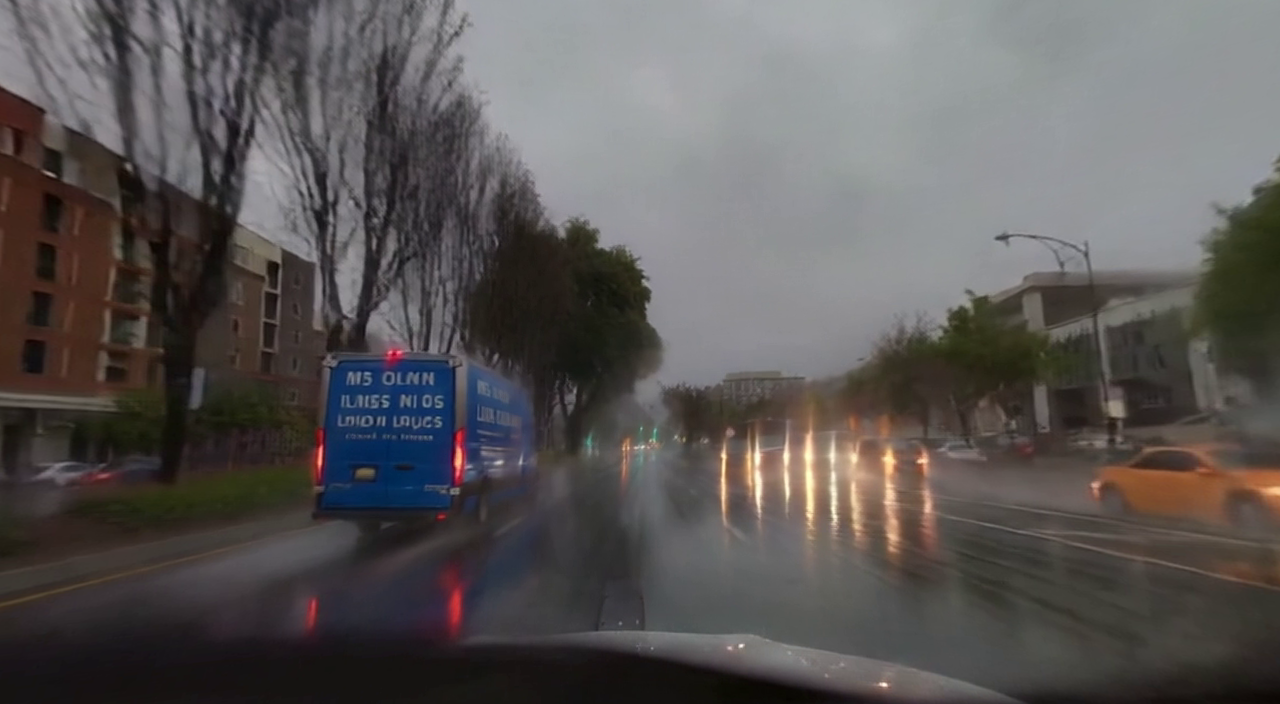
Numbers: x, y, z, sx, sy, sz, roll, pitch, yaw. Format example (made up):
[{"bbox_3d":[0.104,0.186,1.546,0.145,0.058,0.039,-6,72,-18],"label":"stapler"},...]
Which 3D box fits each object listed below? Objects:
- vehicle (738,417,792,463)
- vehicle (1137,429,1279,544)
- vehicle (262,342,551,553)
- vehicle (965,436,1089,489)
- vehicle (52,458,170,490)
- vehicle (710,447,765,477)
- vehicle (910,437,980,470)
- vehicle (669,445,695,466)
[{"bbox_3d":[9.502,6.819,48.779,2.882,3.208,7.609,-1,-8,3],"label":"vehicle"},{"bbox_3d":[9.253,1.807,8.683,1.850,1.477,3.520,0,-8,-2],"label":"vehicle"},{"bbox_3d":[-3.848,1.886,12.808,2.763,2.974,7.562,-1,-8,2],"label":"vehicle"},{"bbox_3d":[12.070,3.432,19.974,1.627,1.493,3.508,0,-8,-1],"label":"vehicle"},{"bbox_3d":[-28.447,6.549,34.231,1.878,1.476,4.847,-2,-9,7],"label":"vehicle"},{"bbox_3d":[5.035,5.726,33.281,2.127,1.439,5.034,0,-8,1],"label":"vehicle"},{"bbox_3d":[16.927,5.576,34.994,4.333,1.698,1.959,8,-11,-43],"label":"vehicle"},{"bbox_3d":[3.230,7.994,48.850,1.878,1.534,4.120,-1,-8,3],"label":"vehicle"}]
